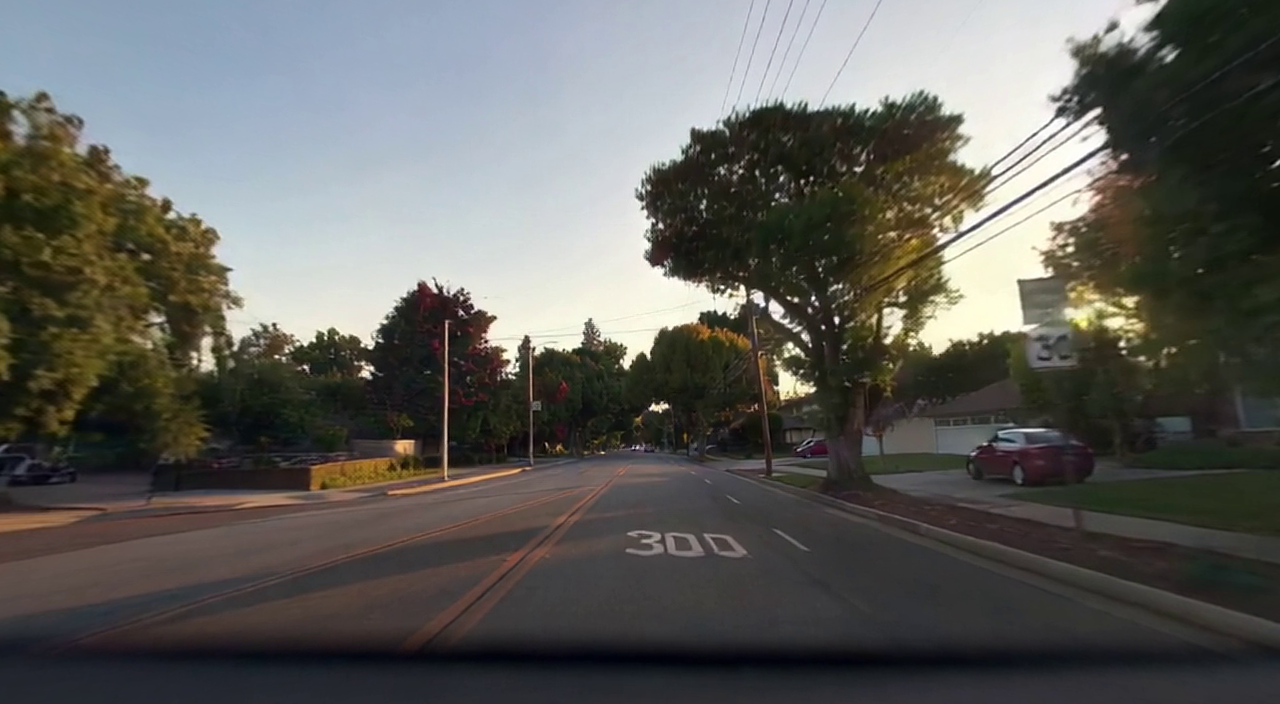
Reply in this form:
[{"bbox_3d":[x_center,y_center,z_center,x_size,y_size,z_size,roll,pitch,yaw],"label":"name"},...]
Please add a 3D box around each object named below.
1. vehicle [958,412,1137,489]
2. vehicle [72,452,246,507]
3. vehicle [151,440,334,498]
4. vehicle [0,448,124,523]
[{"bbox_3d":[11.585,2.900,18.538,1.965,1.680,5.338,-8,-10,5],"label":"vehicle"},{"bbox_3d":[-14.918,3.897,19.629,4.195,1.497,2.291,-3,-10,20],"label":"vehicle"},{"bbox_3d":[-14.008,4.063,22.336,5.038,1.774,2.764,-2,-8,18],"label":"vehicle"},{"bbox_3d":[-15.910,3.385,16.536,4.191,1.594,2.309,-4,-9,31],"label":"vehicle"}]
